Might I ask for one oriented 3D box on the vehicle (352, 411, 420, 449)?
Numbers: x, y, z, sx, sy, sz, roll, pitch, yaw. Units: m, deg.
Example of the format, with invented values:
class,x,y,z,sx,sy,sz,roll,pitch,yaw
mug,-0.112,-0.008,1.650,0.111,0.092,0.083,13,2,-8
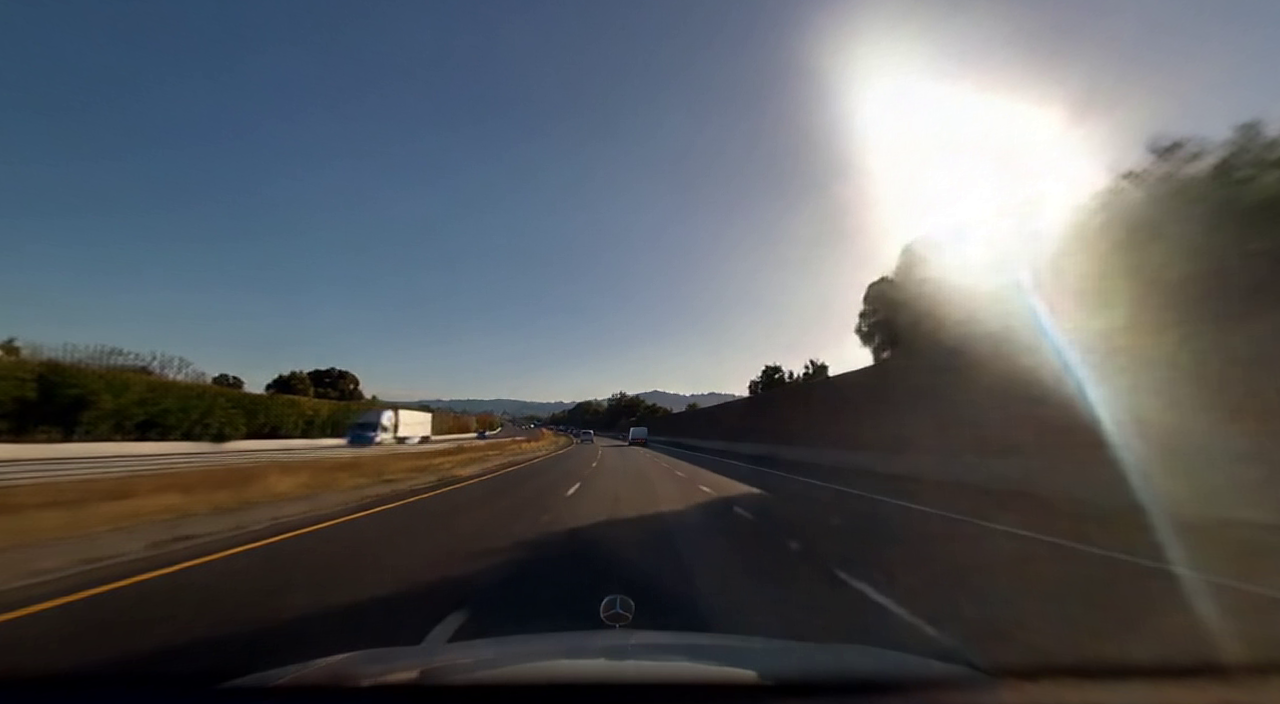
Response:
class,x,y,z,sx,sy,sz,roll,pitch,yaw
vehicle,-17.422,5.453,43.555,2.344,2.468,5.976,0,-8,-2
